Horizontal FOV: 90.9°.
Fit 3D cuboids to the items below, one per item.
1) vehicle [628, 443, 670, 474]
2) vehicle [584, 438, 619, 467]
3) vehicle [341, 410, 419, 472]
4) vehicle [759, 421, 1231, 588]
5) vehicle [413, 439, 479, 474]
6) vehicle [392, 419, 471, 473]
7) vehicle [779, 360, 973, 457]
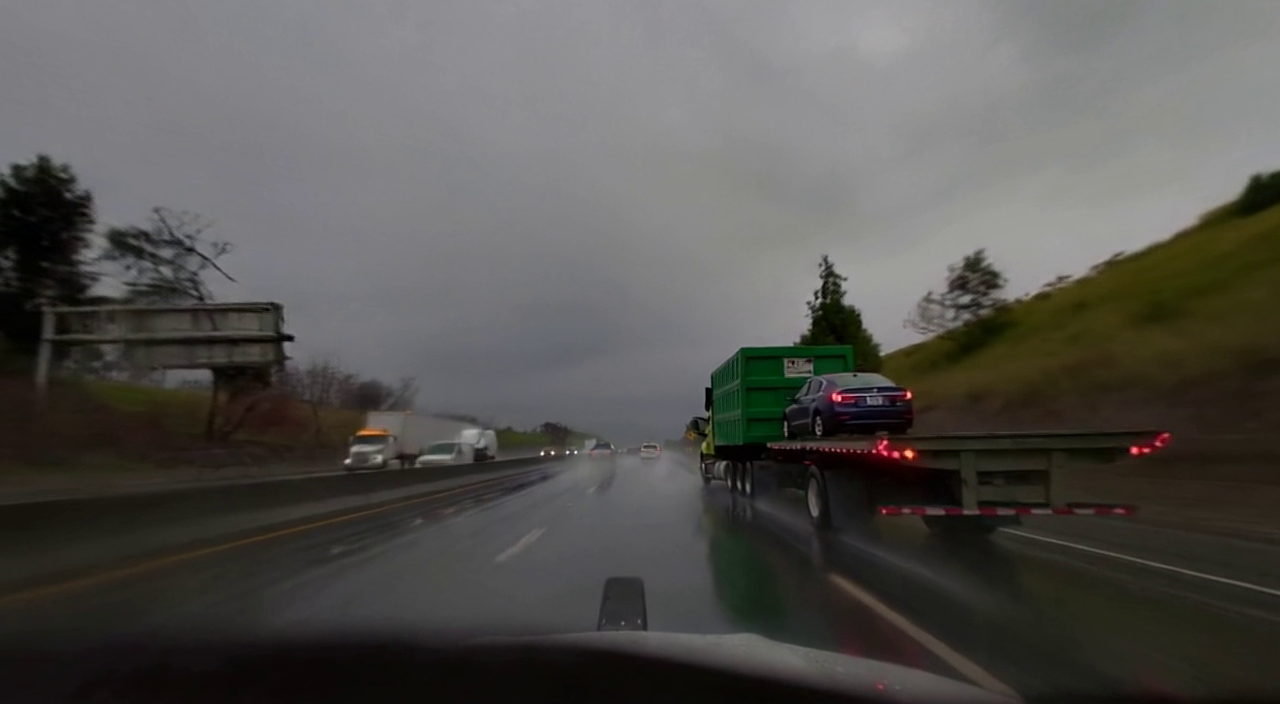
[{"bbox_3d":[0.477,5.604,33.319,2.086,1.497,3.681,0,-9,1],"label":"vehicle"},{"bbox_3d":[-2.781,7.397,46.432,2.142,2.044,4.446,-1,-9,2],"label":"vehicle"},{"bbox_3d":[-18.248,6.360,44.750,2.906,4.042,5.850,0,-9,0],"label":"vehicle"},{"bbox_3d":[4.302,2.221,10.848,2.654,1.574,9.537,0,-9,0],"label":"vehicle"},{"bbox_3d":[-10.451,5.691,34.365,2.030,1.776,4.514,0,-9,2],"label":"vehicle"},{"bbox_3d":[-13.845,6.376,42.535,2.877,3.333,6.800,0,-9,0],"label":"vehicle"},{"bbox_3d":[4.203,1.218,12.097,1.968,1.547,4.215,0,-9,-2],"label":"vehicle"}]
